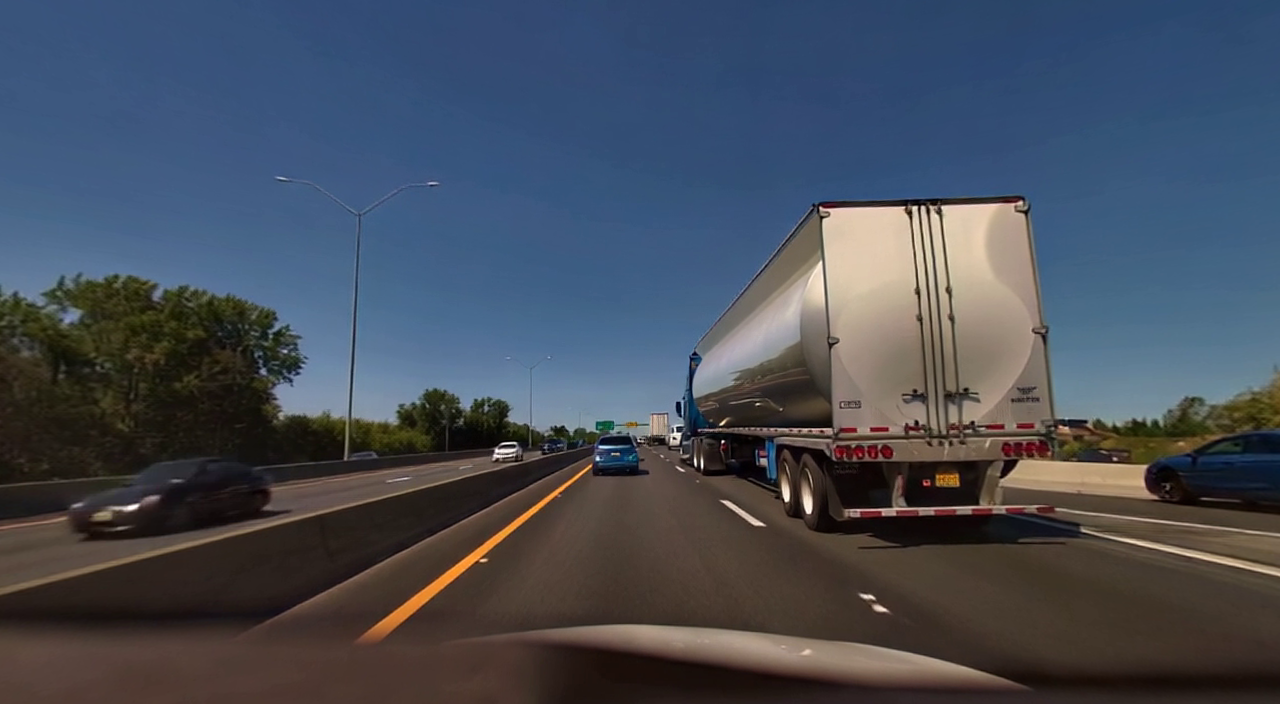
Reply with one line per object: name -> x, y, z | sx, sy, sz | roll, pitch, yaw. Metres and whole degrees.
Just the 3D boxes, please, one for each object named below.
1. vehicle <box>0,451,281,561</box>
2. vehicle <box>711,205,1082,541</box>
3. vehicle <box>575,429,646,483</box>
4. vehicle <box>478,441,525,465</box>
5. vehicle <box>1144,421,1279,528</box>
vehicle -> -8.499, 2.542, 11.205 | 1.853, 1.459, 4.228 | 0, -8, -2
vehicle -> 3.441, 0.805, 11.929 | 2.826, 3.905, 9.262 | 0, -8, -2
vehicle -> -0.849, 3.165, 19.510 | 2.000, 1.510, 3.518 | 0, -8, -1
vehicle -> -9.609, 7.010, 44.007 | 2.161, 1.495, 4.774 | 0, -8, 0
vehicle -> 9.794, 1.744, 9.078 | 1.739, 1.471, 3.889 | 0, -8, -2
